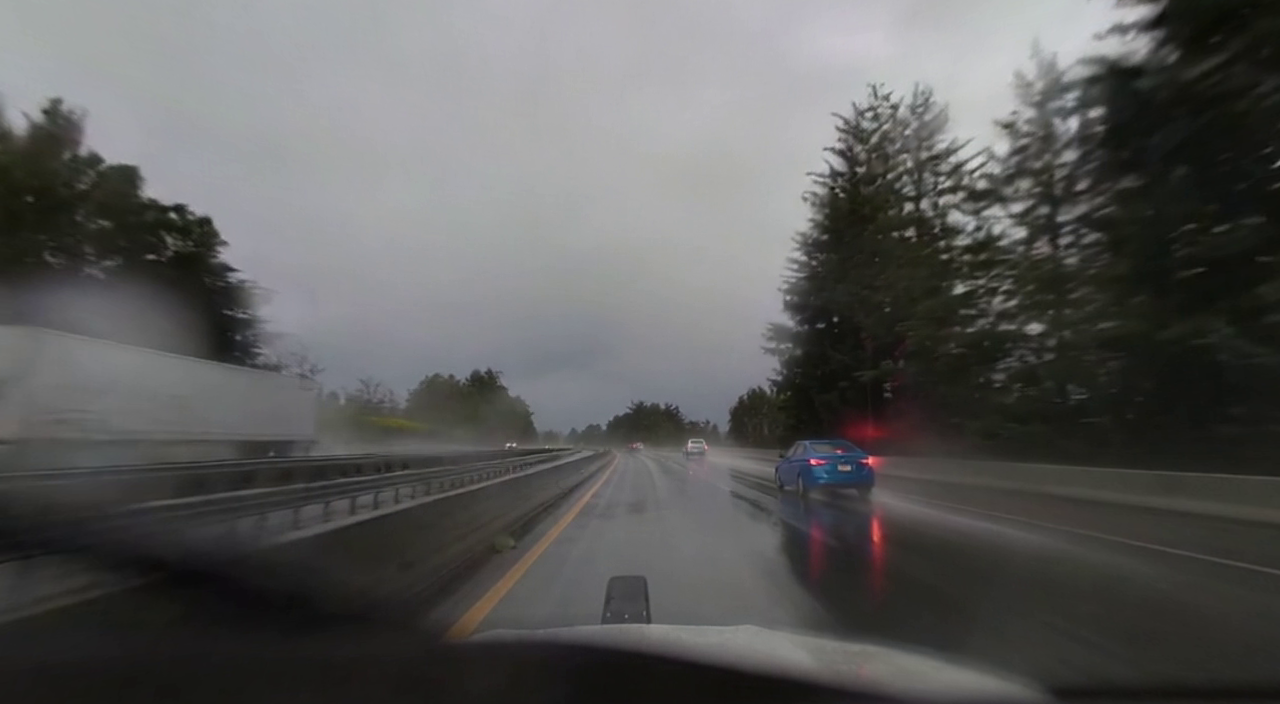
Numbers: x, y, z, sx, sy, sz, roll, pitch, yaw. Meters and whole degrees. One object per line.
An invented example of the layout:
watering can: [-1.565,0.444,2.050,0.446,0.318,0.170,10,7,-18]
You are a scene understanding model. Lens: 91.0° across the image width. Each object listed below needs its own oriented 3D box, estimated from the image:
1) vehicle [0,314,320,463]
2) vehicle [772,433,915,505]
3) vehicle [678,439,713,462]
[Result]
vehicle: [-18.501,2.154,25.042,3.095,3.950,17.038,0,-8,-2]
vehicle: [4.801,2.809,15.598,2.072,1.528,4.176,0,-8,-1]
vehicle: [3.783,6.758,43.272,1.945,1.538,3.729,0,-8,-2]
